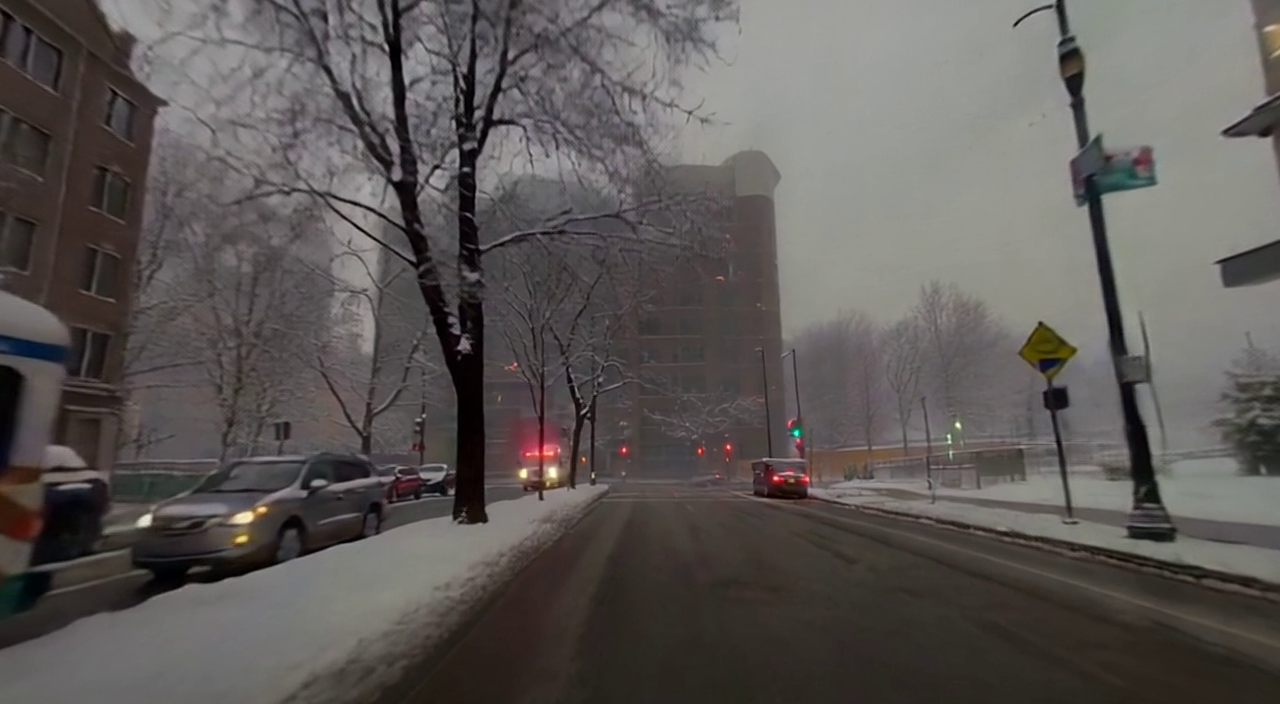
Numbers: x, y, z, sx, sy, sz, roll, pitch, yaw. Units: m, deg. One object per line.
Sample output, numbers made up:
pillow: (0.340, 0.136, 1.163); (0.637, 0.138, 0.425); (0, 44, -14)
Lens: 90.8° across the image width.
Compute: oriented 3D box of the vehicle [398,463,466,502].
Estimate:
vehicle: (-10.700, 6.705, 32.836); (1.908, 1.721, 4.285); (0, -8, 2)

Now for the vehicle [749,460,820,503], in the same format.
vehicle: (6.048, 5.454, 26.992); (1.888, 1.536, 4.381); (0, -8, -1)

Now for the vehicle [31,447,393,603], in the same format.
vehicle: (-5.087, 2.035, 8.369); (1.914, 1.530, 3.980); (0, -8, 1)

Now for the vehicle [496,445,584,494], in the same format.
vehicle: (-6.427, 7.624, 41.738); (2.591, 2.910, 6.652); (-4, -9, 23)

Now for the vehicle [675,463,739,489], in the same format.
vehicle: (5.249, 9.810, 49.902); (4.742, 1.906, 1.933); (0, -8, -2)
